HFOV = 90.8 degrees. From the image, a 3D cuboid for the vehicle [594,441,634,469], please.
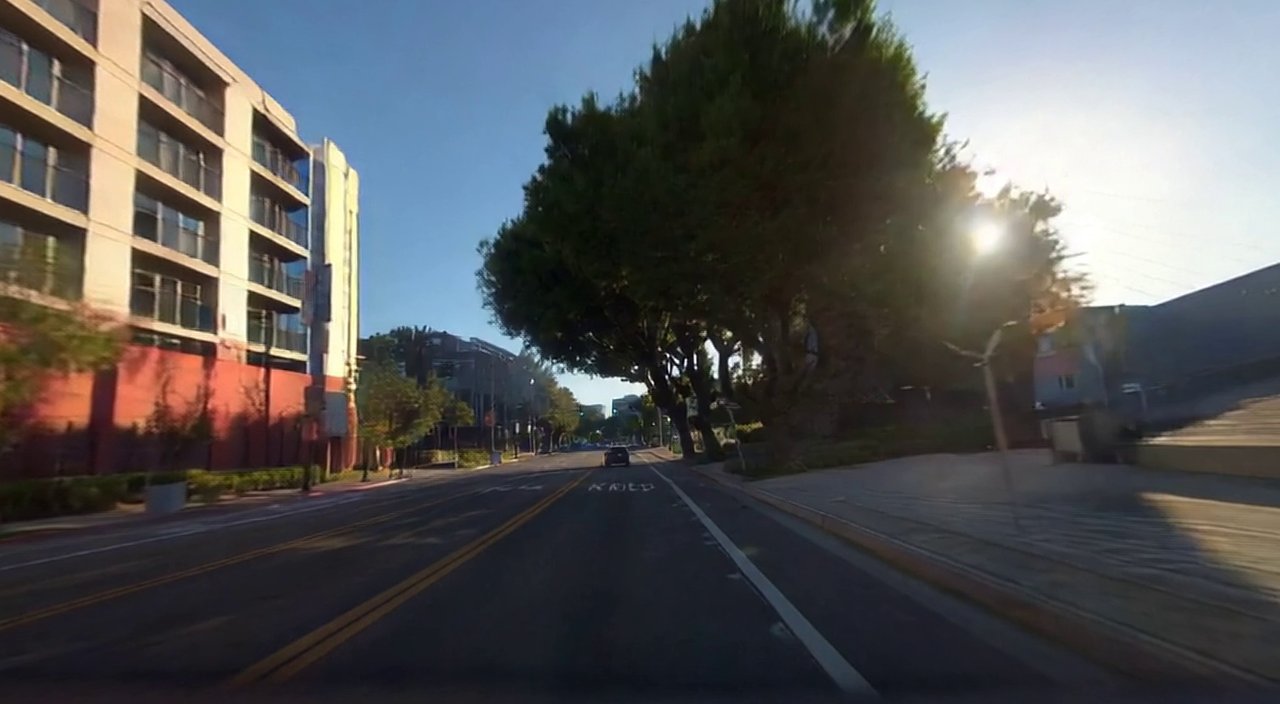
[{"bbox_3d":[-1.523,5.835,36.077,2.131,1.474,4.146,1,-8,-4],"label":"vehicle"}]
